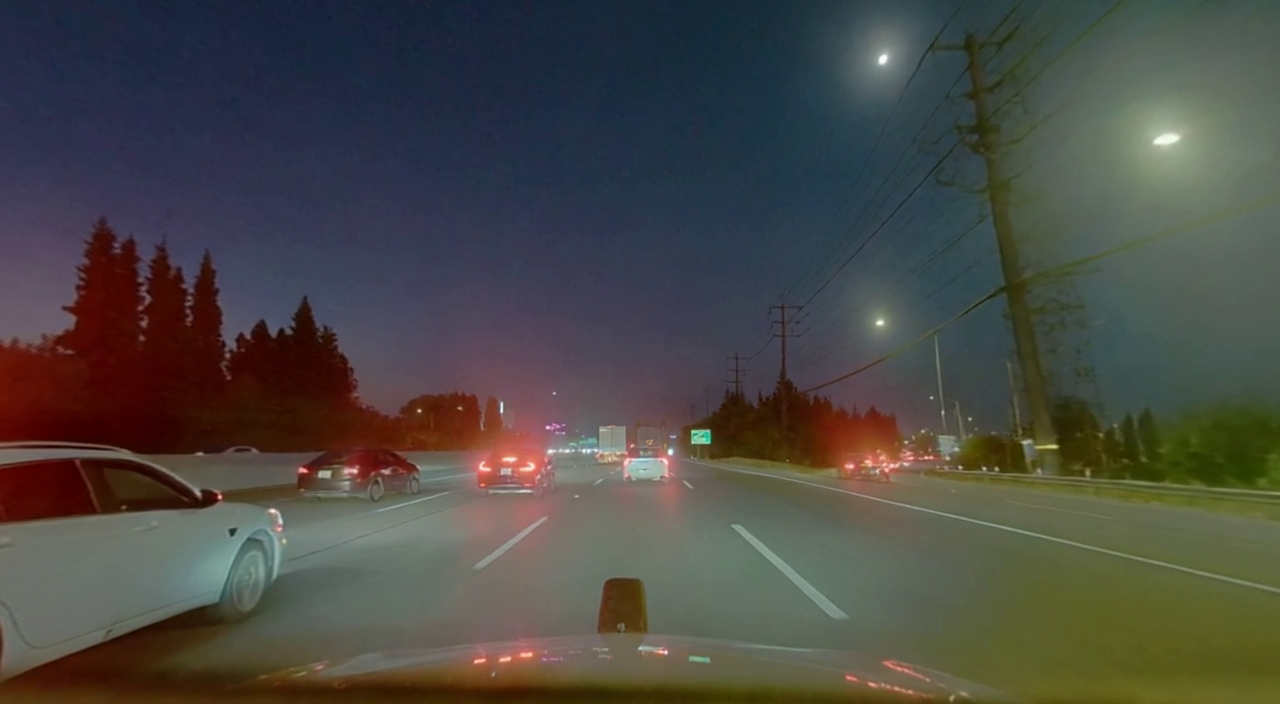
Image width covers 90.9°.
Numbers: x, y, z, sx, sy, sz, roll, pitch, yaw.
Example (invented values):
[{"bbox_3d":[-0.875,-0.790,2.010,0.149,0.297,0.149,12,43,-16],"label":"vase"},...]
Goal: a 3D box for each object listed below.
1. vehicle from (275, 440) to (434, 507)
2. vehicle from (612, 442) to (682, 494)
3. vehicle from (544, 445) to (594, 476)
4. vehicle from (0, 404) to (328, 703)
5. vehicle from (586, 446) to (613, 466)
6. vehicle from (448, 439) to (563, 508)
[{"bbox_3d":[-7.049,3.024,16.177,1.867,1.445,4.499,0,-9,2],"label":"vehicle"},{"bbox_3d":[0.193,3.688,20.429,2.018,1.470,4.491,0,-9,0],"label":"vehicle"},{"bbox_3d":[-3.420,5.286,30.972,2.013,1.437,3.801,0,-9,0],"label":"vehicle"},{"bbox_3d":[-3.635,1.049,3.132,1.883,1.500,4.373,0,-9,1],"label":"vehicle"},{"bbox_3d":[-3.078,8.013,48.860,1.840,1.439,3.687,0,-9,0],"label":"vehicle"},{"bbox_3d":[-3.179,2.962,15.816,1.912,1.464,4.115,0,-9,1],"label":"vehicle"}]
